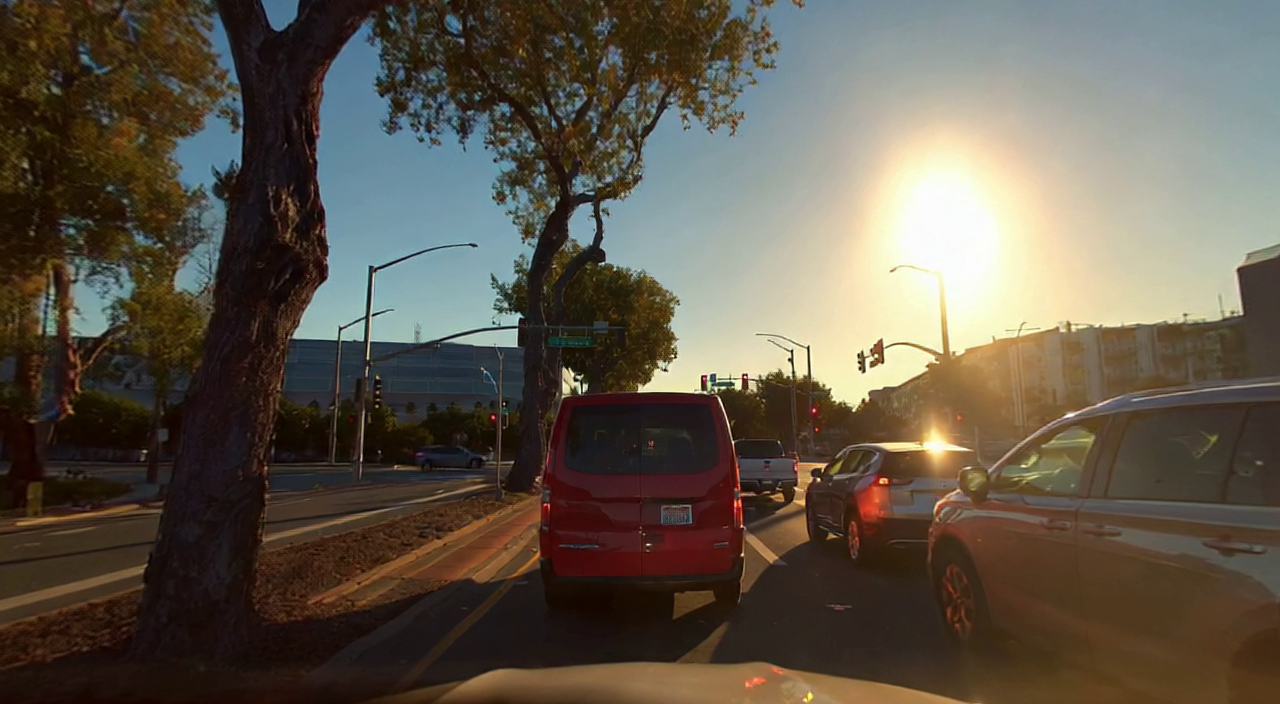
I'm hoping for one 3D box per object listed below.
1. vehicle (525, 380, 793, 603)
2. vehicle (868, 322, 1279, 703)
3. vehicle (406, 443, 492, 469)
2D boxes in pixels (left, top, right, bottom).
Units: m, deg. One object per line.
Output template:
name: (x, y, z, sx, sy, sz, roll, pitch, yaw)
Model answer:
vehicle: (0.169, 1.465, 7.436, 2.185, 1.822, 4.391, 0, -8, 0)
vehicle: (2.896, 0.948, 3.177, 1.971, 1.663, 4.287, 0, -8, 2)
vehicle: (-11.195, 6.150, 37.267, 4.664, 1.449, 1.992, 2, -9, -14)
